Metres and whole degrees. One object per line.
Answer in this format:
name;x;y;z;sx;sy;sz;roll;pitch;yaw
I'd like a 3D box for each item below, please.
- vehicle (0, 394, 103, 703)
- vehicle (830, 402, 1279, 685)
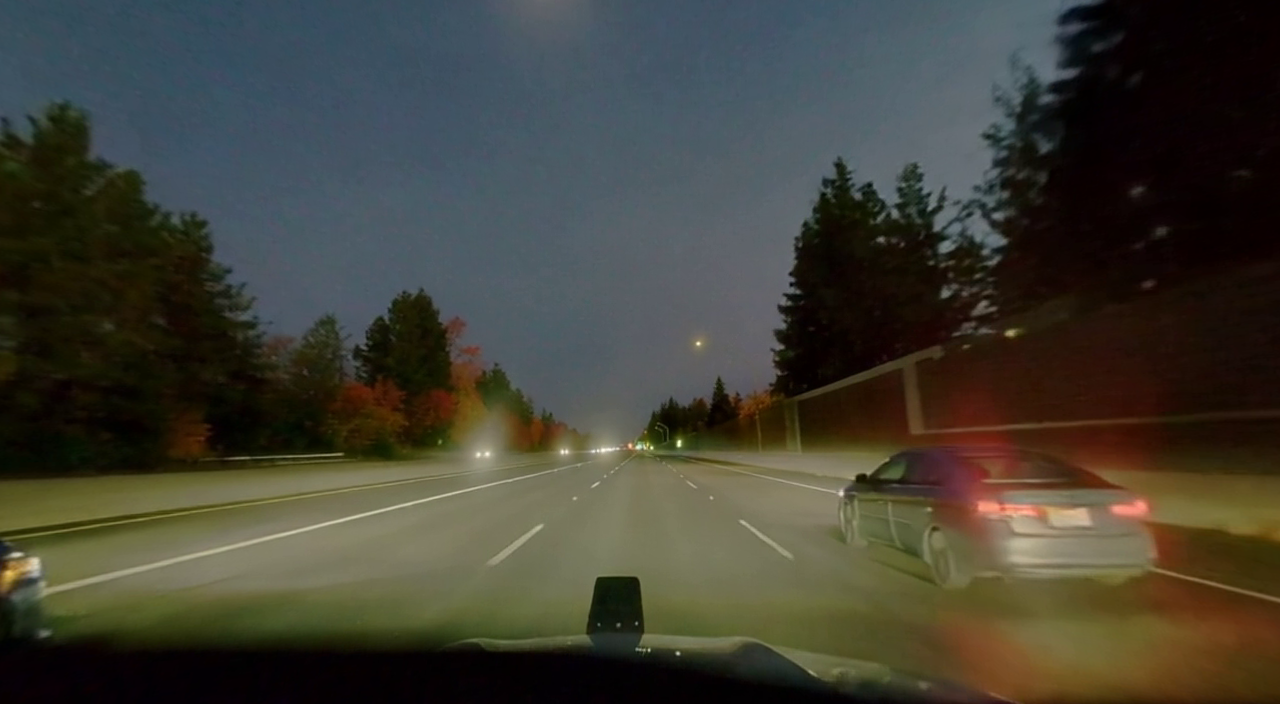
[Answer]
vehicle;-4.029;0.727;1.260;2.010;1.550;4.376;0;-9;0
vehicle;3.605;1.424;5.944;2.146;1.573;4.661;0;-8;0
